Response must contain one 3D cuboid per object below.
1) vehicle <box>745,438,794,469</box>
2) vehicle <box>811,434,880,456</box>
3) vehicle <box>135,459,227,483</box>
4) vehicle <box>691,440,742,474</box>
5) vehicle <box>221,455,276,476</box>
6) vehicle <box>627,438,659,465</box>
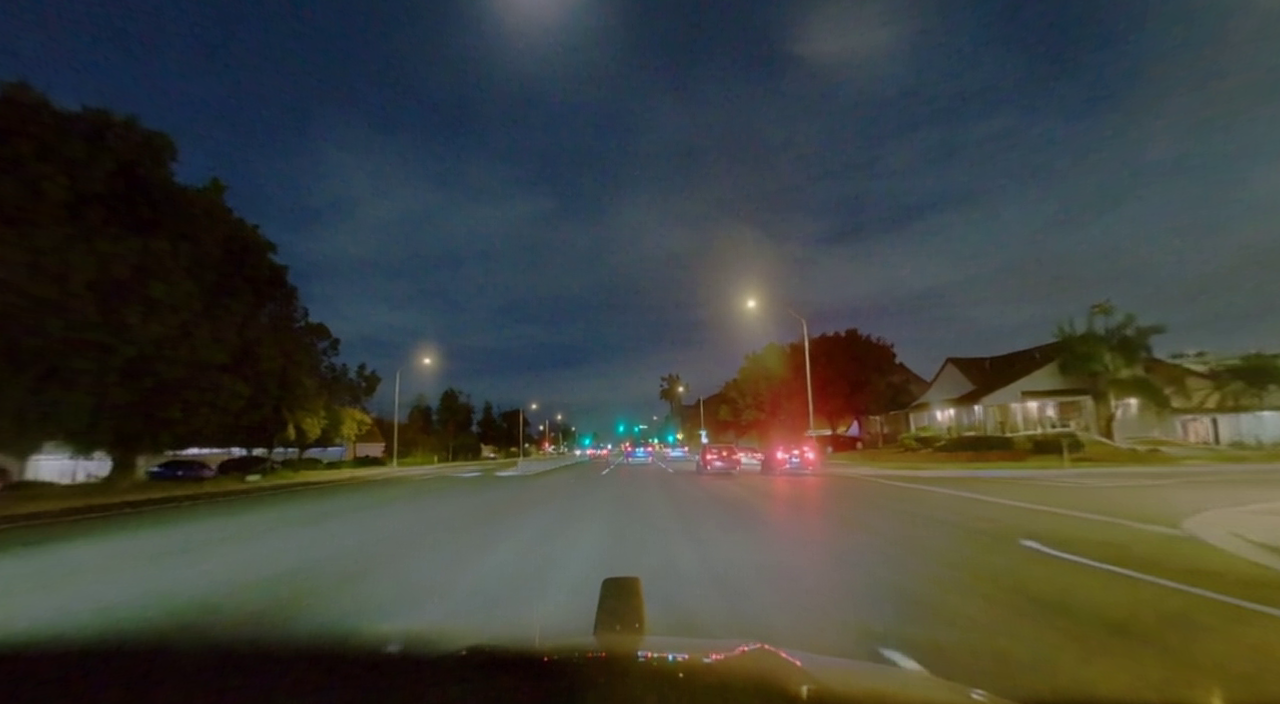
[{"bbox_3d":[7.671,6.044,37.745,1.933,1.759,3.900,0,-8,-2],"label":"vehicle"},{"bbox_3d":[15.454,7.045,47.677,4.491,1.593,1.884,-1,-8,3],"label":"vehicle"},{"bbox_3d":[-29.783,7.722,41.106,4.450,1.421,1.932,0,-8,0],"label":"vehicle"},{"bbox_3d":[3.530,4.905,29.796,1.830,1.451,4.009,0,-8,-1],"label":"vehicle"},{"bbox_3d":[-30.013,8.706,48.562,1.806,1.476,3.985,0,-8,-2],"label":"vehicle"},{"bbox_3d":[0.161,6.689,42.634,2.043,1.734,4.253,0,-8,-1],"label":"vehicle"}]
